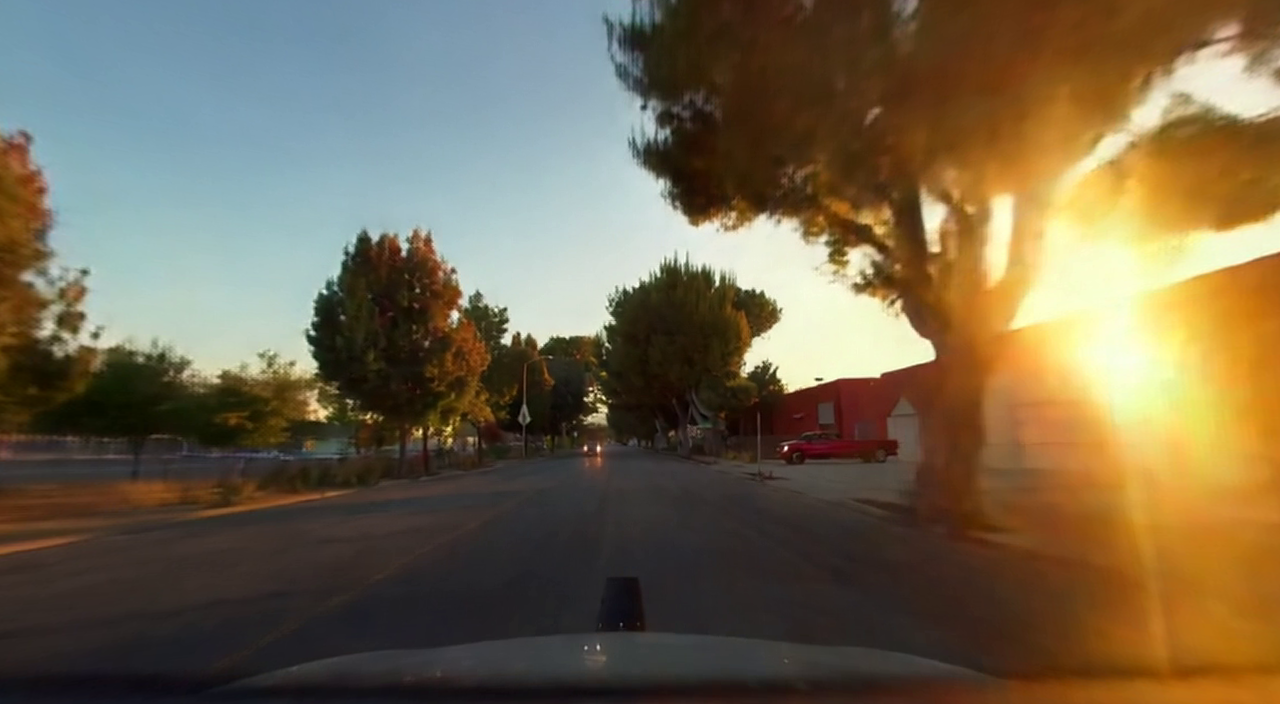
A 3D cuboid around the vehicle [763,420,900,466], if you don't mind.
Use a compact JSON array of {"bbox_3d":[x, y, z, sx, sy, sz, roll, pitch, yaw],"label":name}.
[{"bbox_3d":[11.274,5.400,37.580,7.188,2.416,2.528,-2,-8,-3],"label":"vehicle"}]
